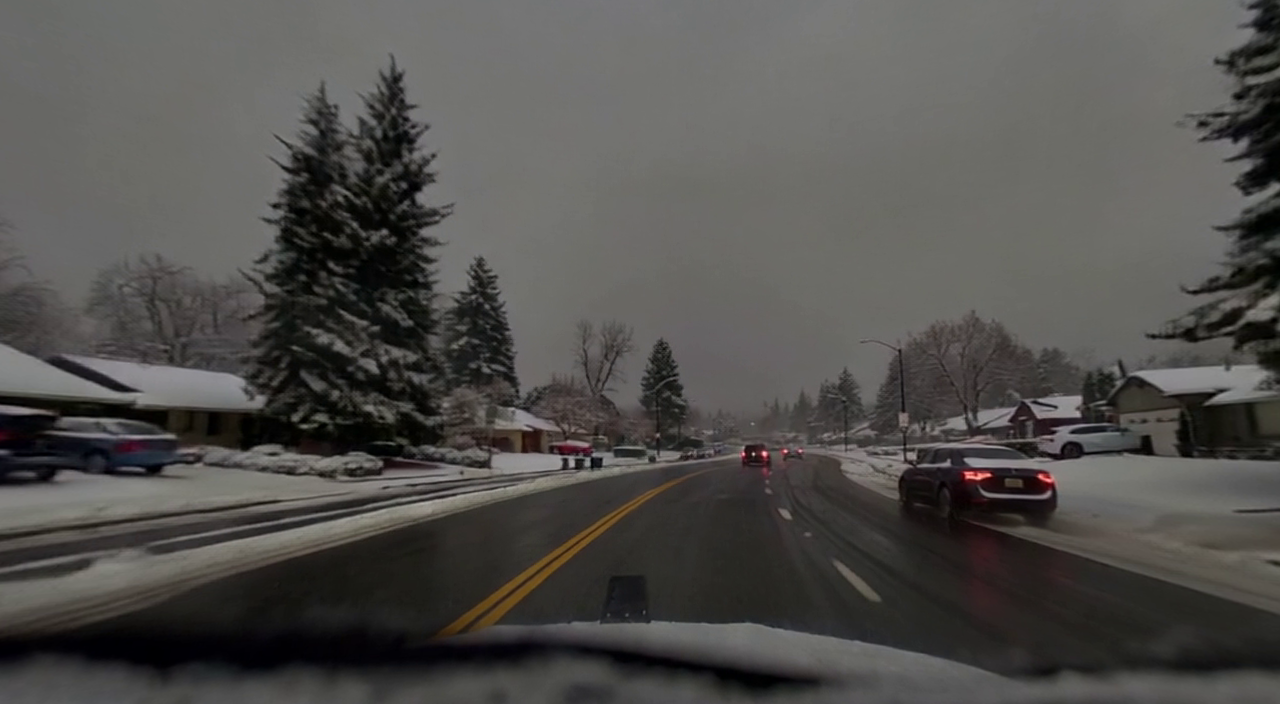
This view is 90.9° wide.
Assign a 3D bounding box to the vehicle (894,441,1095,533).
[{"bbox_3d":[6.808,2.586,12.761,1.934,1.506,4.282,-1,-8,6],"label":"vehicle"}]

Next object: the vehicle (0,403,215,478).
[{"bbox_3d":[-16.363,2.689,19.295,4.984,1.812,2.354,3,-7,4],"label":"vehicle"}]

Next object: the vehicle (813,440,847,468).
[{"bbox_3d":[13.835,7.403,46.122,2.059,1.924,4.257,-2,-9,13],"label":"vehicle"}]

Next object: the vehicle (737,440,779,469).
[{"bbox_3d":[7.504,6.442,39.762,2.106,1.667,4.367,-3,-9,16],"label":"vehicle"}]
